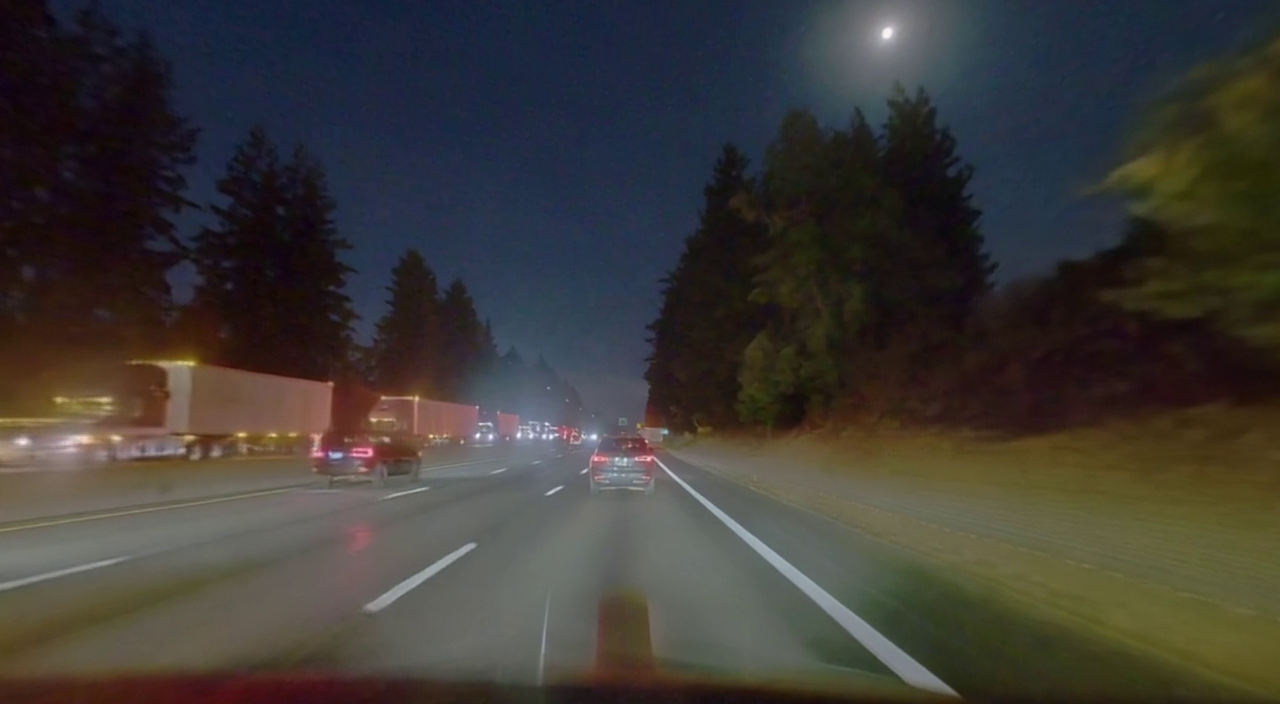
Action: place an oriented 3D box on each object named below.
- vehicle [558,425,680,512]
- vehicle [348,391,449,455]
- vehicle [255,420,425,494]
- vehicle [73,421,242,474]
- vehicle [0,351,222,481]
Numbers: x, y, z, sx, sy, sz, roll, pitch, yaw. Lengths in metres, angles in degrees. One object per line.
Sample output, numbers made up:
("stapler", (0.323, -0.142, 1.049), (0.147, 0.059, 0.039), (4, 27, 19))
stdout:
("vehicle", (-0.368, 2.361, 13.299), (2.127, 1.497, 4.445), (0, -8, 0))
("vehicle", (-15.280, 4.730, 40.790), (3.034, 3.627, 9.026), (0, -8, 0))
("vehicle", (-7.633, 2.719, 16.656), (2.325, 1.663, 4.426), (0, -8, 0))
("vehicle", (-14.901, 2.981, 19.796), (1.865, 1.476, 4.348), (0, -8, 0))
("vehicle", (-19.003, 2.444, 22.814), (2.695, 3.963, 7.031), (0, -8, -1))
